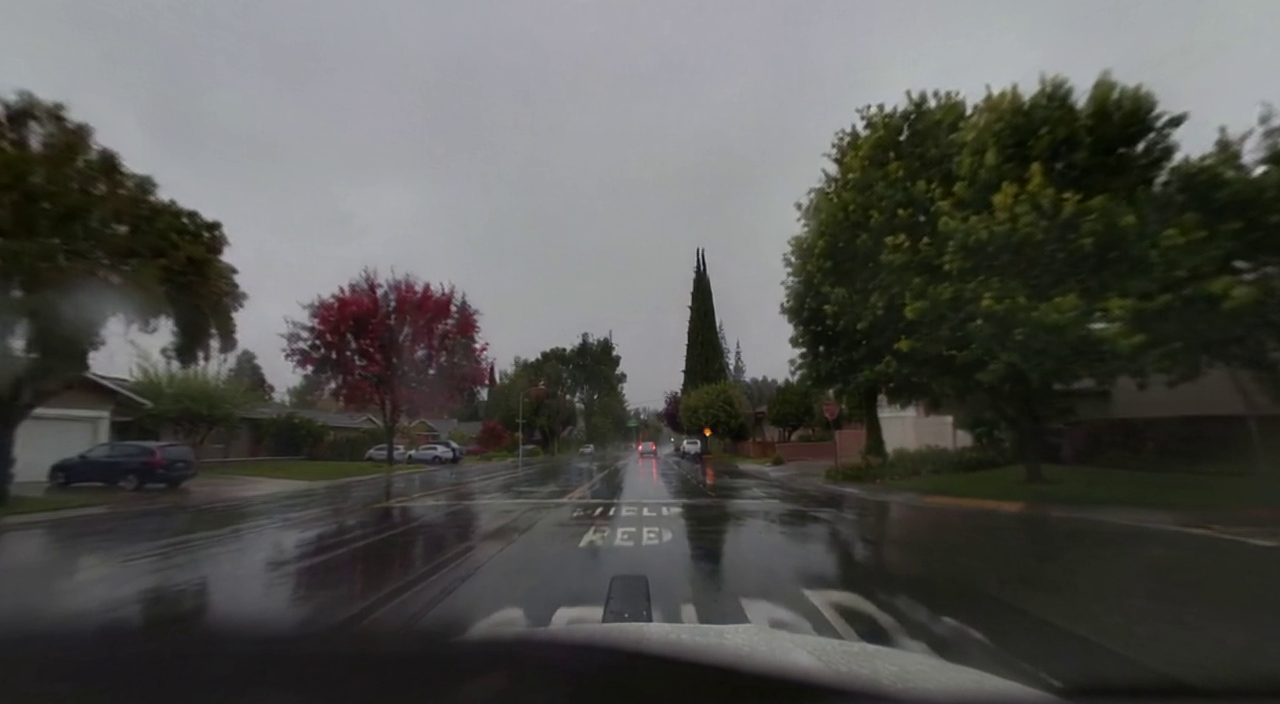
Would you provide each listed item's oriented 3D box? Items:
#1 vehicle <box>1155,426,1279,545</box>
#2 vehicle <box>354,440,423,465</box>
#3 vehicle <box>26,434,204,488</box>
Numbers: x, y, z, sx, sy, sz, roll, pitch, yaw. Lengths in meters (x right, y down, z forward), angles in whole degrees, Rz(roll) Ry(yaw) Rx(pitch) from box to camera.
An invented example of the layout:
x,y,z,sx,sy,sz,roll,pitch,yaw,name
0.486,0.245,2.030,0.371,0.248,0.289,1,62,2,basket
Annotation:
x,y,z,sx,sy,sz,roll,pitch,yaw,name
10.728,1.832,8.871,4.818,1.525,2.163,-1,-9,10,vehicle
-18.887,7.546,47.353,4.372,1.745,2.017,6,-10,-35,vehicle
-19.219,3.994,23.265,4.630,1.896,2.092,0,-9,0,vehicle
